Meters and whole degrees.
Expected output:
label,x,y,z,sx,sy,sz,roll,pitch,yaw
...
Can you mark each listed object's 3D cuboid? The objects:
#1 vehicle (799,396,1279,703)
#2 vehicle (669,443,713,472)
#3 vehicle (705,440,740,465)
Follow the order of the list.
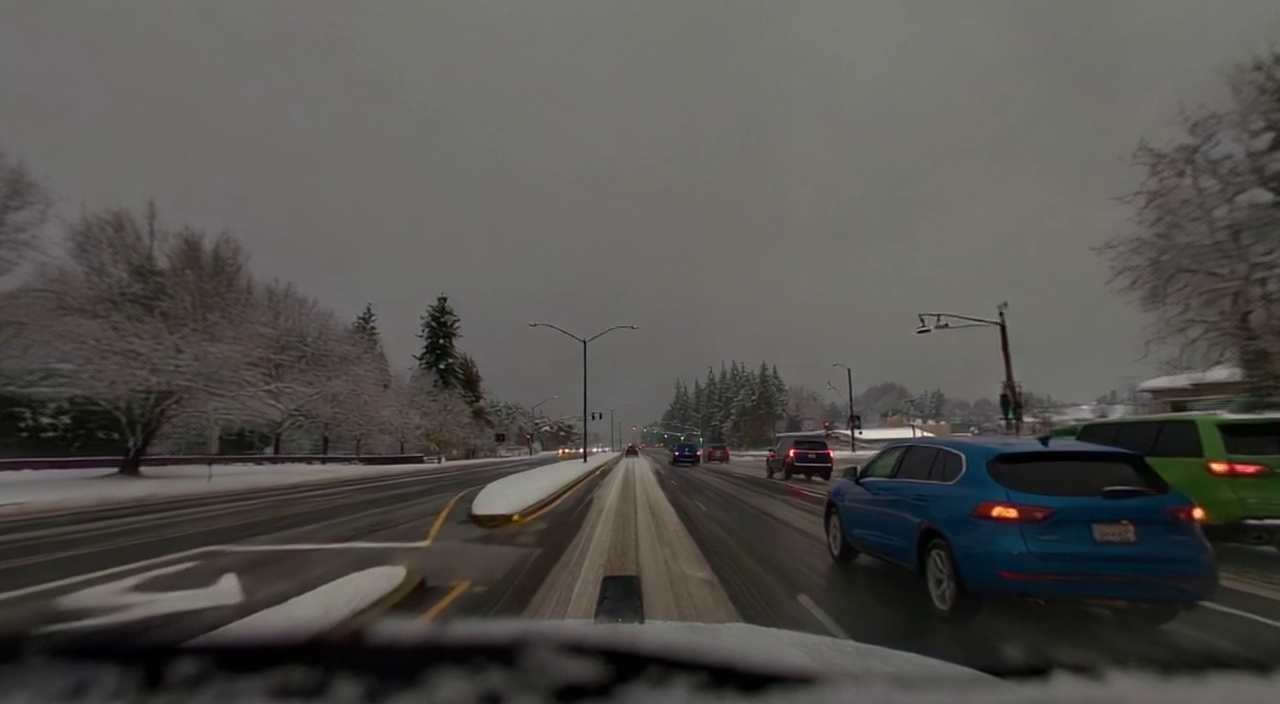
label,x,y,z,sx,sy,sz,roll,pitch,yaw
vehicle,3.078,1.363,5.564,1.932,1.547,4.992,0,-8,-1
vehicle,2.655,5.628,33.807,1.980,1.484,4.093,0,-8,-1
vehicle,6.291,7.691,48.331,1.919,1.774,4.720,0,-8,-1
